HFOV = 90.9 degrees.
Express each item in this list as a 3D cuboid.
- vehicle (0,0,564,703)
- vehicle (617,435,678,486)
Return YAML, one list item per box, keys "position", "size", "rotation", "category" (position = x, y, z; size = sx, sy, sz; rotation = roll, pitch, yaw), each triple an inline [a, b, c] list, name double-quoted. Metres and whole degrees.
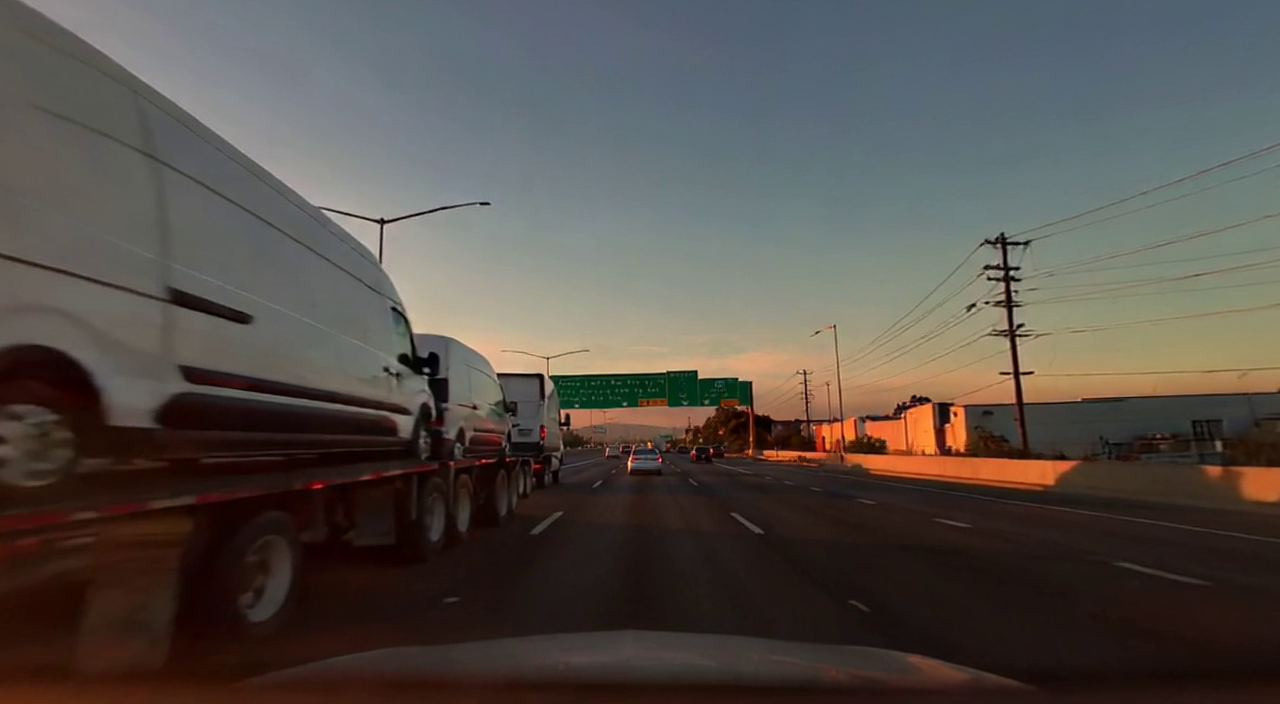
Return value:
- position: [-3.926, 0.918, 11.240]
  size: [2.888, 4.308, 16.259]
  rotation: [0, -8, 1]
  category: "vehicle"
- position: [0.263, 4.382, 25.832]
  size: [2.279, 1.837, 4.747]
  rotation: [0, -8, 0]
  category: "vehicle"
